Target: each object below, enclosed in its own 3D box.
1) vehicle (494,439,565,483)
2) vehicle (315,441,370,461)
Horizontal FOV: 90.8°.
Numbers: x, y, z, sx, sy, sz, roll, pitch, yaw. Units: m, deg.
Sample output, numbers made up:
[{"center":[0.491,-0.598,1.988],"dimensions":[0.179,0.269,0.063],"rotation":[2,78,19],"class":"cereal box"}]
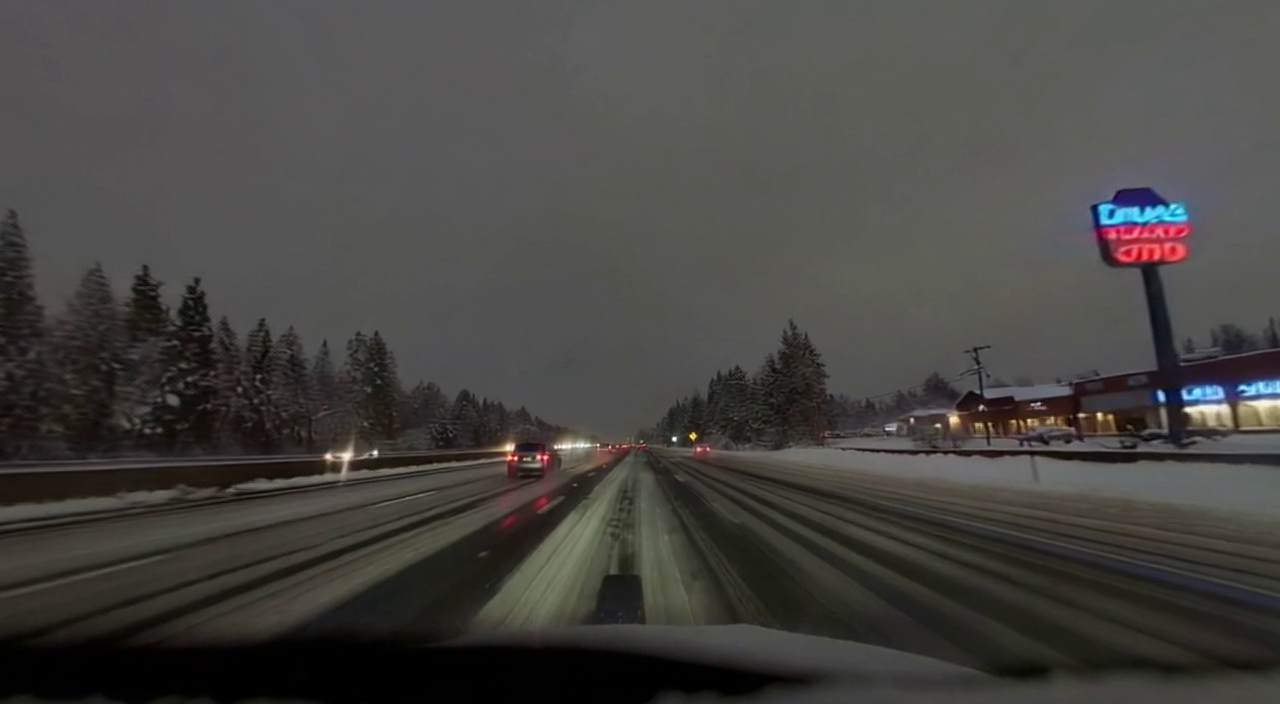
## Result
[{"center":[-4.133,4.132,24.249],"dimensions":[1.939,1.508,4.272],"rotation":[0,-8,0],"class":"vehicle"},{"center":[-23.347,7.800,49.752],"dimensions":[1.964,1.458,4.729],"rotation":[0,-8,1],"class":"vehicle"}]
